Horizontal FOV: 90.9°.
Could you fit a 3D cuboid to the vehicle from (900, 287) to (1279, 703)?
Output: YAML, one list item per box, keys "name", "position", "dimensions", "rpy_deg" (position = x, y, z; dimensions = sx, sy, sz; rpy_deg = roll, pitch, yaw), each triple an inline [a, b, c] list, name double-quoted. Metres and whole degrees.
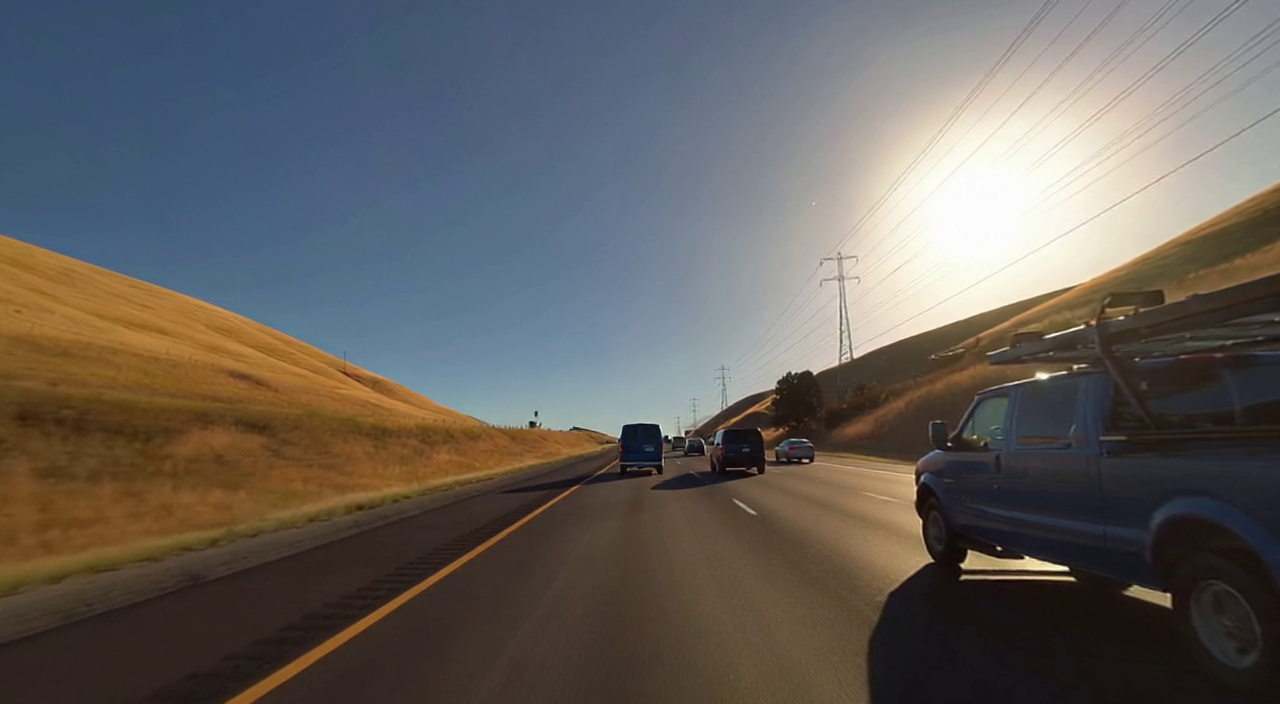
- name: "vehicle"
  position: [3.851, 0.798, 3.126]
  dimensions: [2.691, 1.901, 5.744]
  rpy_deg: [0, -8, 0]

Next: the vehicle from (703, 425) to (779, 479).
- name: "vehicle"
  position: [3.673, 3.735, 23.819]
  dimensions: [2.139, 1.821, 4.480]
  rpy_deg: [0, -8, 0]

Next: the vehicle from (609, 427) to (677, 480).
- name: "vehicle"
  position: [0.123, 3.763, 23.559]
  dimensions: [2.268, 1.772, 4.523]
  rpy_deg: [0, -8, 1]
